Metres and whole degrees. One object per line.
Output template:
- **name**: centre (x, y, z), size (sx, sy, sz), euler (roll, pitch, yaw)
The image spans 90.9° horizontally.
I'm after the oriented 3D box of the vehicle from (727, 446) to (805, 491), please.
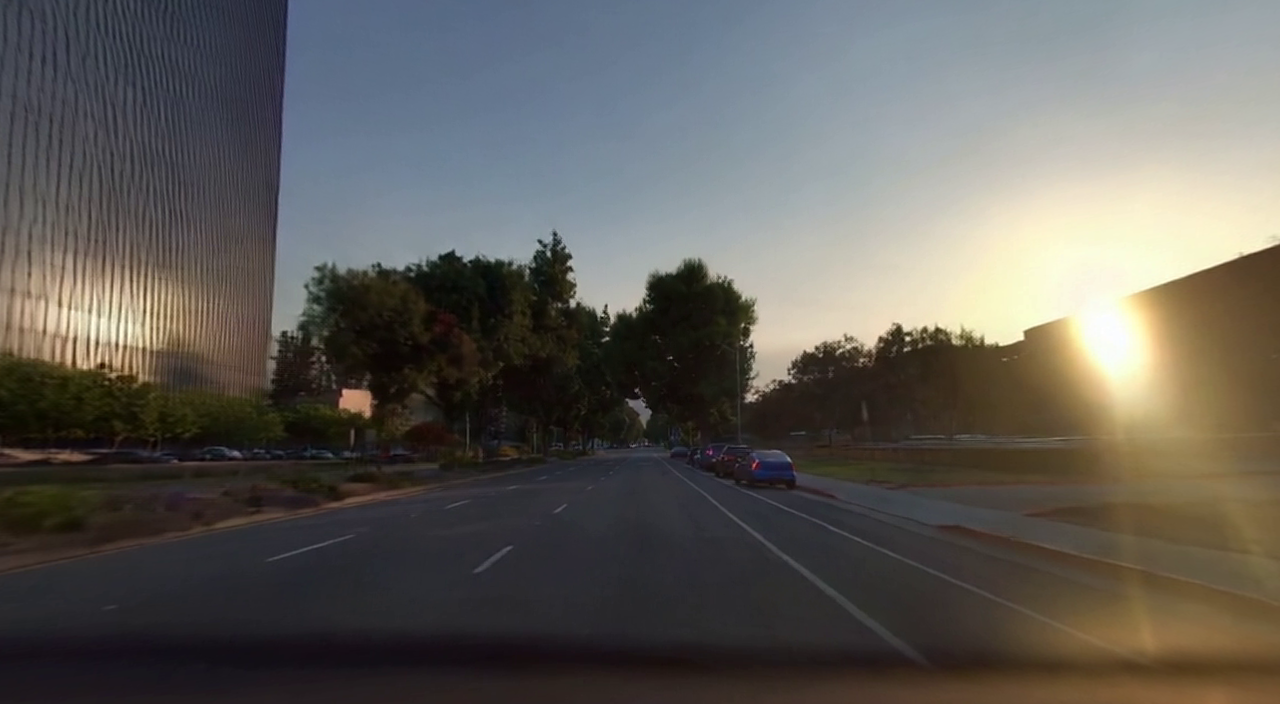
- **vehicle**: centre (4.421, 4.143, 22.762), size (1.872, 1.420, 4.201), euler (0, -8, -1)
